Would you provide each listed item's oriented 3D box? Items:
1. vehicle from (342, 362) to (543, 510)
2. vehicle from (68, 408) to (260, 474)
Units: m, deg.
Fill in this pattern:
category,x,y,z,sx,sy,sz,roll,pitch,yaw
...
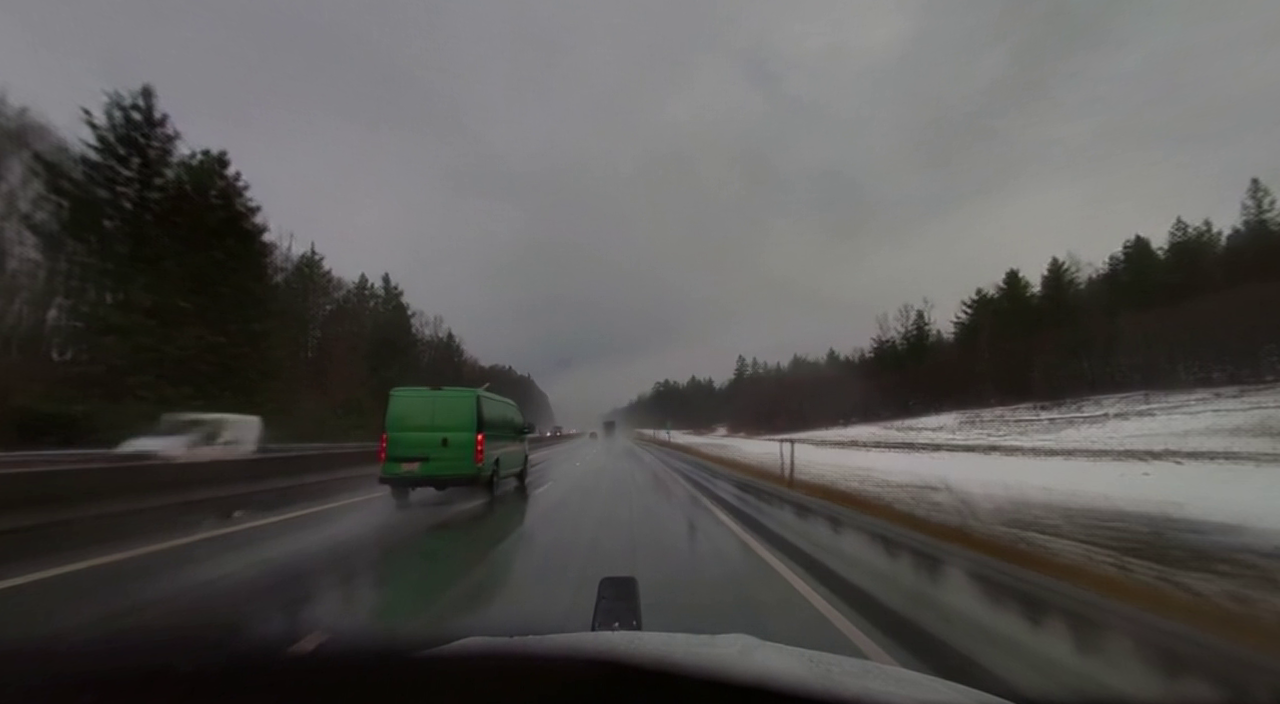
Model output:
category,x,y,z,sx,sy,sz,roll,pitch,yaw
vehicle,-3.792,1.789,13.517,2.561,2.509,5.465,0,-8,-1
vehicle,-14.595,2.787,19.813,2.085,1.796,5.128,0,-8,-1
